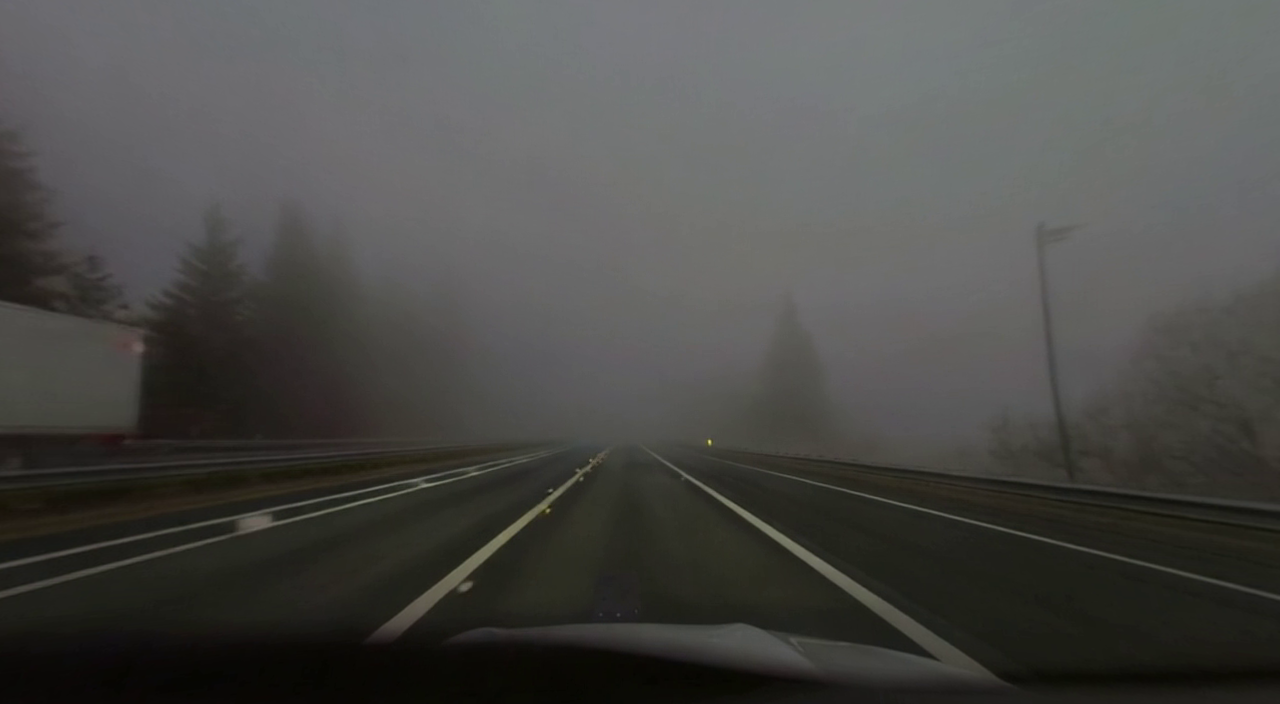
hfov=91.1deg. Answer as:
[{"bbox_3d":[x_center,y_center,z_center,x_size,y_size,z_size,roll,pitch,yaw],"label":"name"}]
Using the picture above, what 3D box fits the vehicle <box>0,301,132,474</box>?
[{"bbox_3d":[-16.469,0.408,11.594,2.929,4.048,13.972,0,-8,-2],"label":"vehicle"}]
